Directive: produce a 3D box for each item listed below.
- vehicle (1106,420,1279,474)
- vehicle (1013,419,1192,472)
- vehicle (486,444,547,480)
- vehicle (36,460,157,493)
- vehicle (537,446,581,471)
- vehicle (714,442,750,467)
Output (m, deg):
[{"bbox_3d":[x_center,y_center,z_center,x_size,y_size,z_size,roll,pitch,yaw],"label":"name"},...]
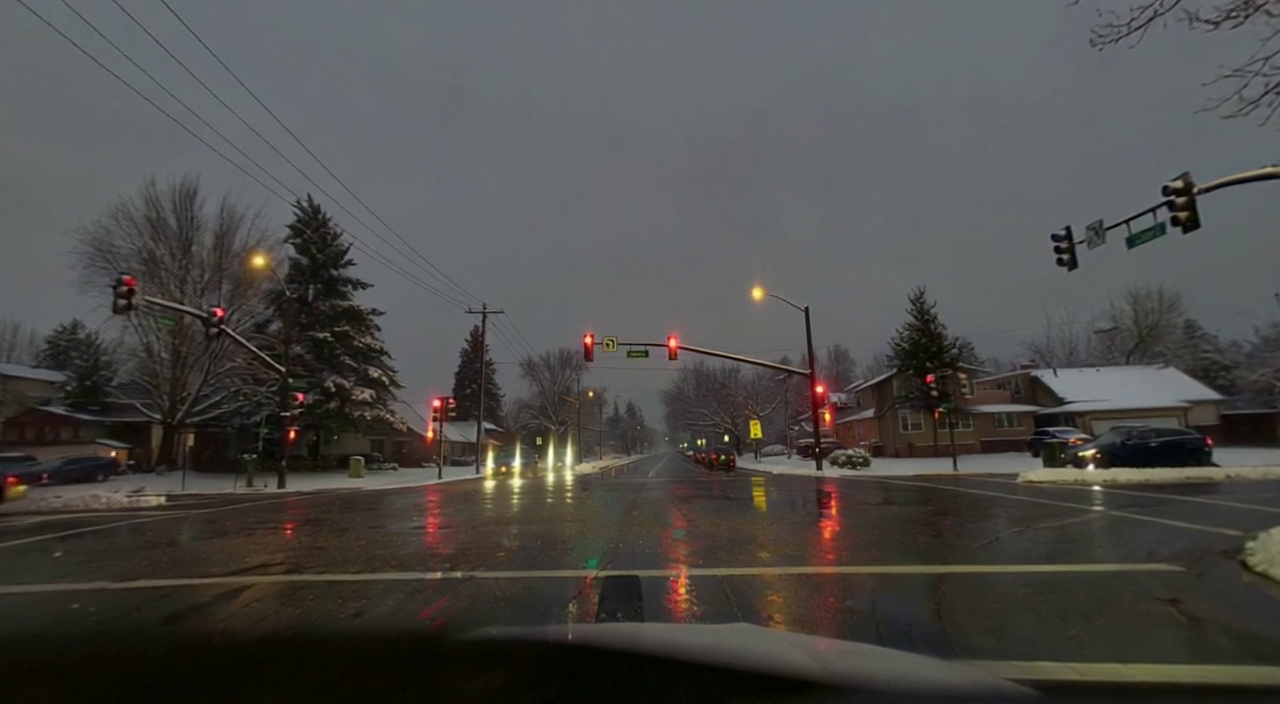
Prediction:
[{"bbox_3d":[16.959,2.838,18.960,4.345,1.517,1.913,0,-8,1],"label":"vehicle"},{"bbox_3d":[15.998,3.269,22.069,4.452,1.711,2.186,0,-8,1],"label":"vehicle"},{"bbox_3d":[-6.098,5.488,31.784,1.982,1.686,4.195,-1,-8,4],"label":"vehicle"},{"bbox_3d":[-30.103,6.869,35.259,2.106,1.586,5.009,-1,-8,4],"label":"vehicle"},{"bbox_3d":[-5.698,7.530,44.995,2.270,1.605,4.958,-1,-8,3],"label":"vehicle"},{"bbox_3d":[6.216,6.958,43.219,1.891,1.611,4.269,0,-8,1],"label":"vehicle"}]
